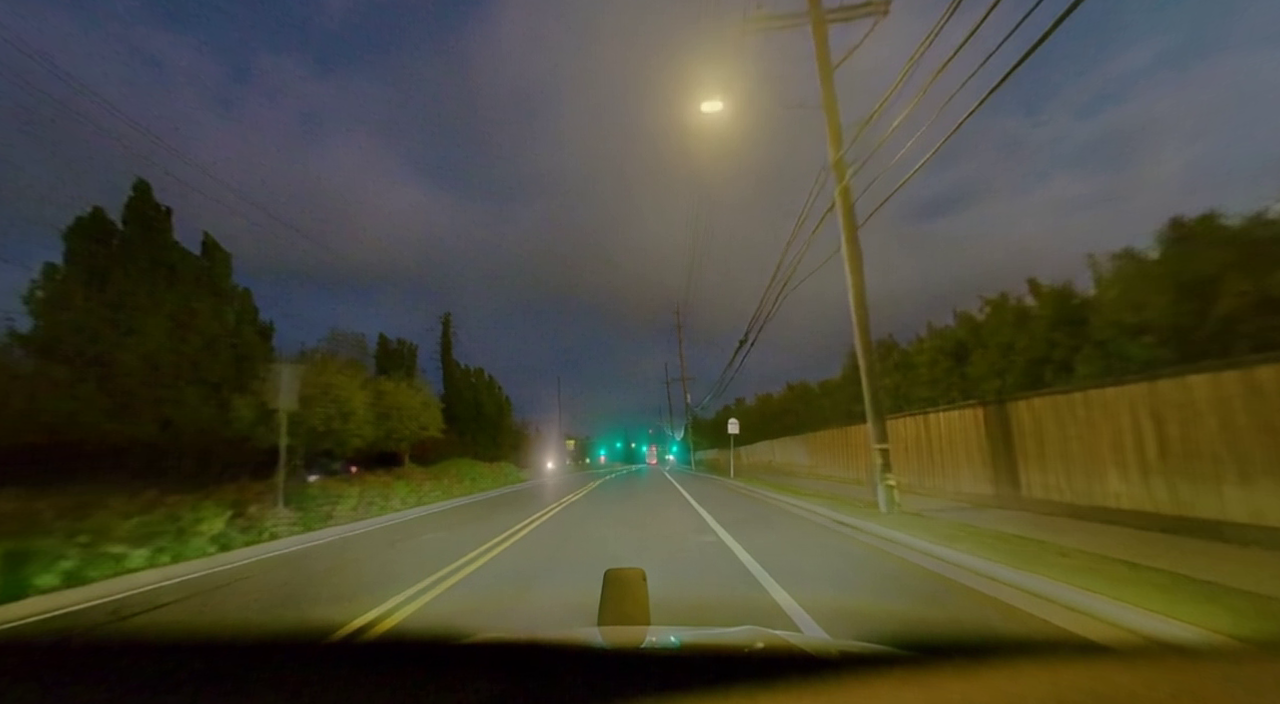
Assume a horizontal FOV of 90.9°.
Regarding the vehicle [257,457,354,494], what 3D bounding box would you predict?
[{"bbox_3d":[-15.192,5.596,28.958,1.839,1.447,4.585,0,-8,1],"label":"vehicle"}]
